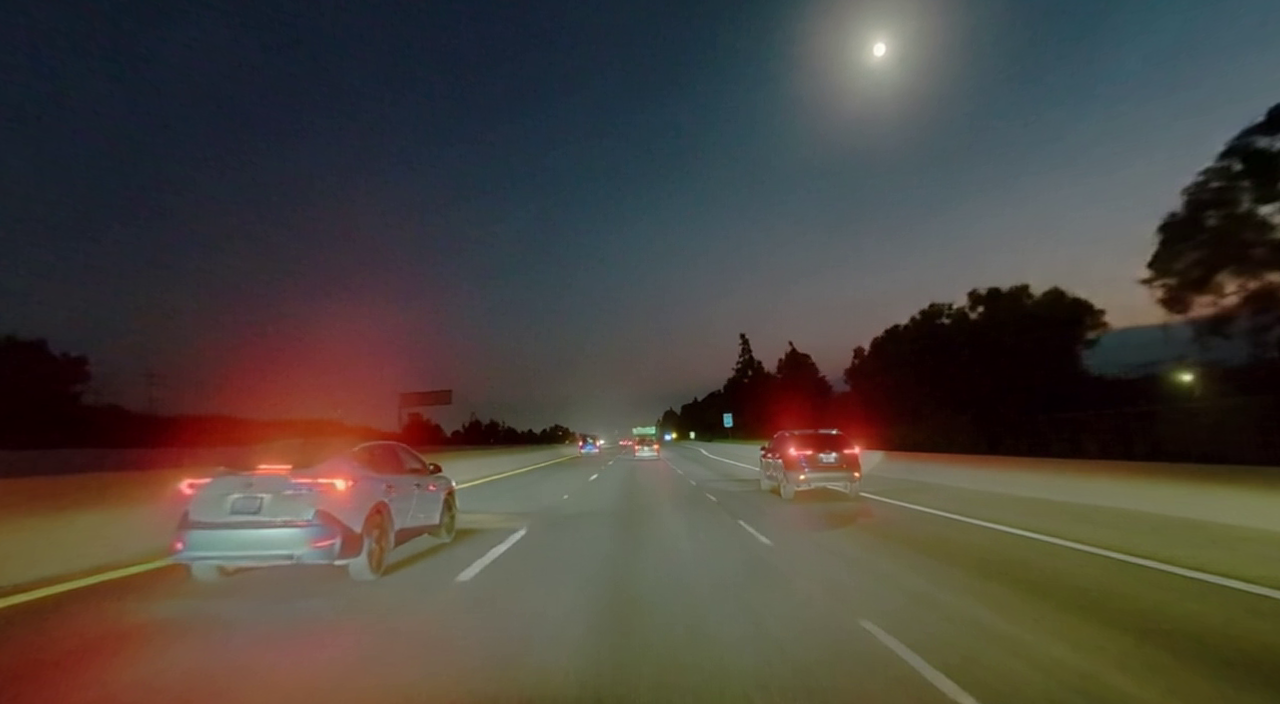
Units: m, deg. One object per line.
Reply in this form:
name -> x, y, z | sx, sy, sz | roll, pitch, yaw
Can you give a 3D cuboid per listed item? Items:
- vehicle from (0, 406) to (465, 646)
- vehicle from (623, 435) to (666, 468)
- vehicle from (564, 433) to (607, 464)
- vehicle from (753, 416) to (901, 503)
vehicle -> -3.506, 1.466, 6.444 | 2.066, 1.561, 4.495 | 0, -8, 1
vehicle -> 0.240, 4.982, 31.706 | 2.049, 1.542, 3.816 | 0, -8, 1
vehicle -> -3.090, 5.610, 36.544 | 2.044, 1.682, 4.201 | -1, -8, 2
vehicle -> 4.081, 2.429, 14.595 | 2.025, 1.707, 4.279 | 0, -8, -1
